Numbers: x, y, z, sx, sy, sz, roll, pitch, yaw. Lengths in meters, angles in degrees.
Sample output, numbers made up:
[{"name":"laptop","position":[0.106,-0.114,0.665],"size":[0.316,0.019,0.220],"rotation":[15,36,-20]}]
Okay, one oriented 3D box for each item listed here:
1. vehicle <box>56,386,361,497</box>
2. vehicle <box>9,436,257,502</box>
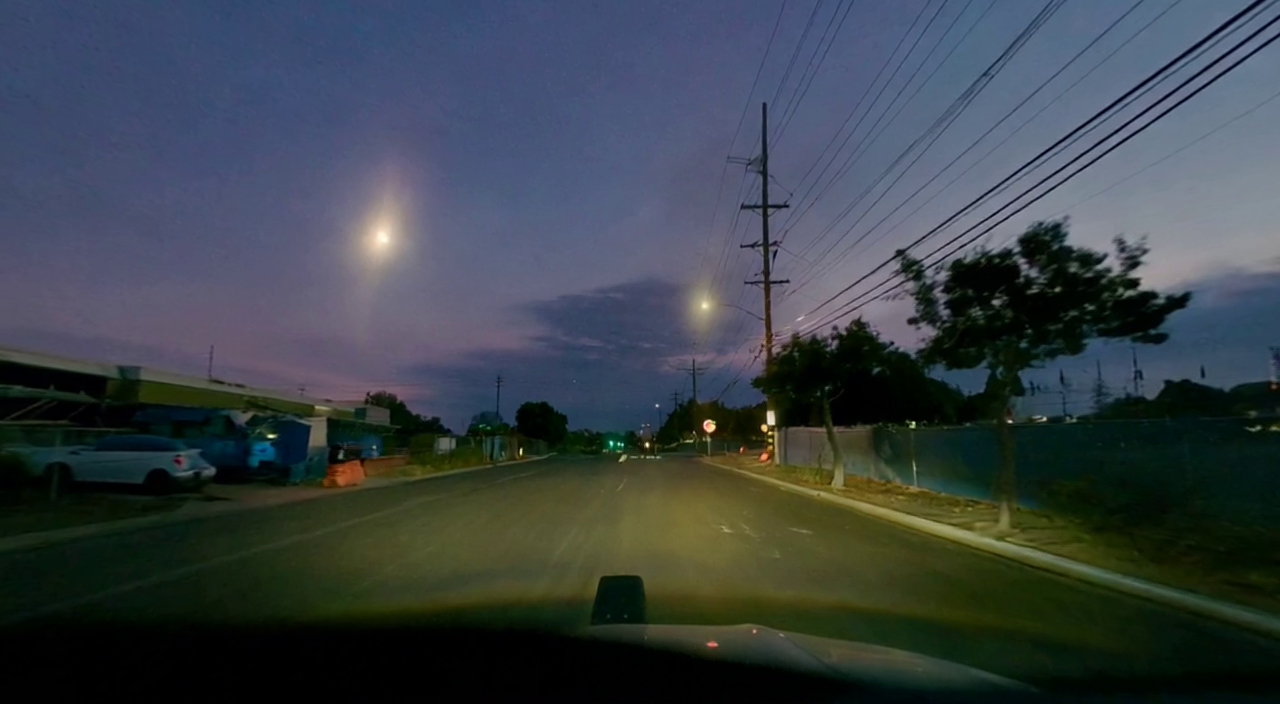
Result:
[{"name":"vehicle","position":[-12.735,2.712,19.220],"size":[6.887,3.069,3.065],"rotation":[0,-8,-1]},{"name":"vehicle","position":[-12.697,2.948,16.041],"size":[4.582,1.487,1.947],"rotation":[1,-9,0]}]
